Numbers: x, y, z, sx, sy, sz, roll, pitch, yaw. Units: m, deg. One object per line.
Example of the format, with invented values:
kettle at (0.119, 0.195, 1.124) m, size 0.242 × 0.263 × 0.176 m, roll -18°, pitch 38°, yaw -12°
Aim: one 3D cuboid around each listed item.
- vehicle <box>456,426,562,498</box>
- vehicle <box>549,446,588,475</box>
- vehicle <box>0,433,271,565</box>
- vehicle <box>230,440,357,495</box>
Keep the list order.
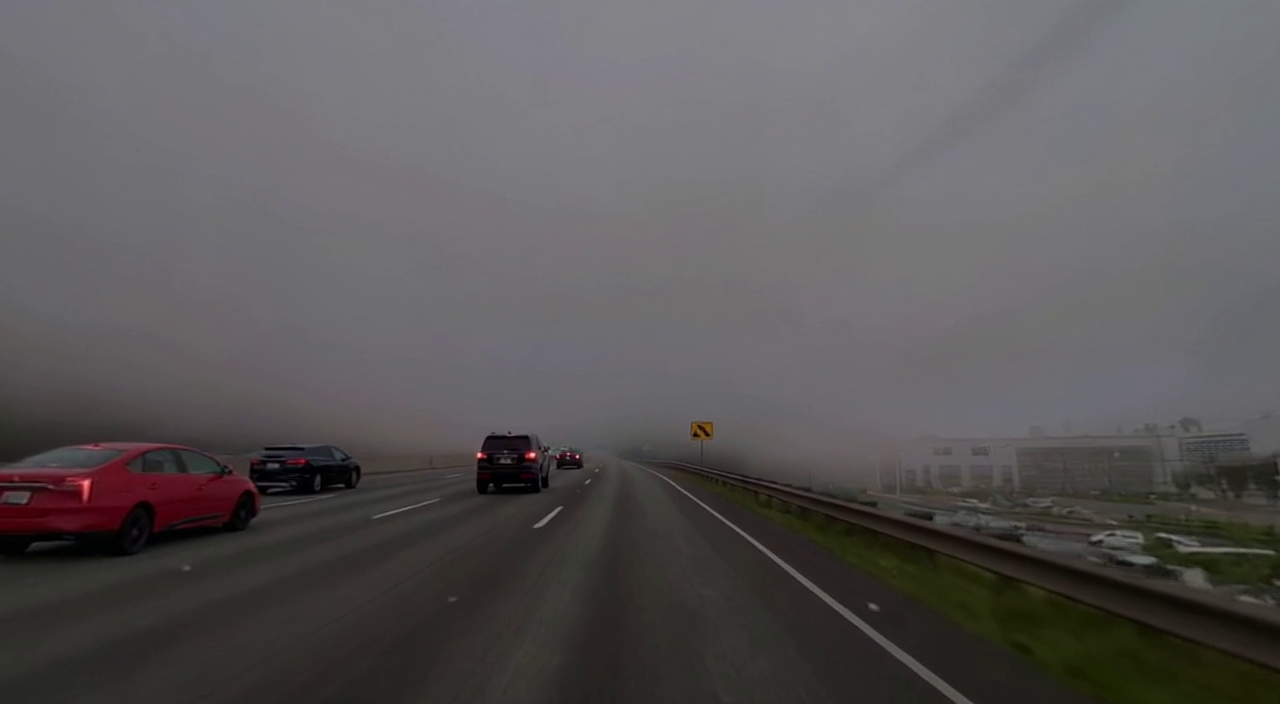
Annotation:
vehicle at (-3.973, 3.465, 20.284) m, size 2.301 × 1.985 × 5.247 m, roll 0°, pitch -8°, yaw 0°
vehicle at (-4.140, 6.326, 37.061) m, size 1.955 × 1.614 × 3.817 m, roll 0°, pitch -8°, yaw -1°
vehicle at (-7.243, 1.957, 9.062) m, size 1.796 × 1.509 × 3.393 m, roll 0°, pitch -8°, yaw -1°
vehicle at (-11.706, 3.878, 21.708) m, size 1.919 × 1.665 × 4.394 m, roll 0°, pitch -8°, yaw -1°
